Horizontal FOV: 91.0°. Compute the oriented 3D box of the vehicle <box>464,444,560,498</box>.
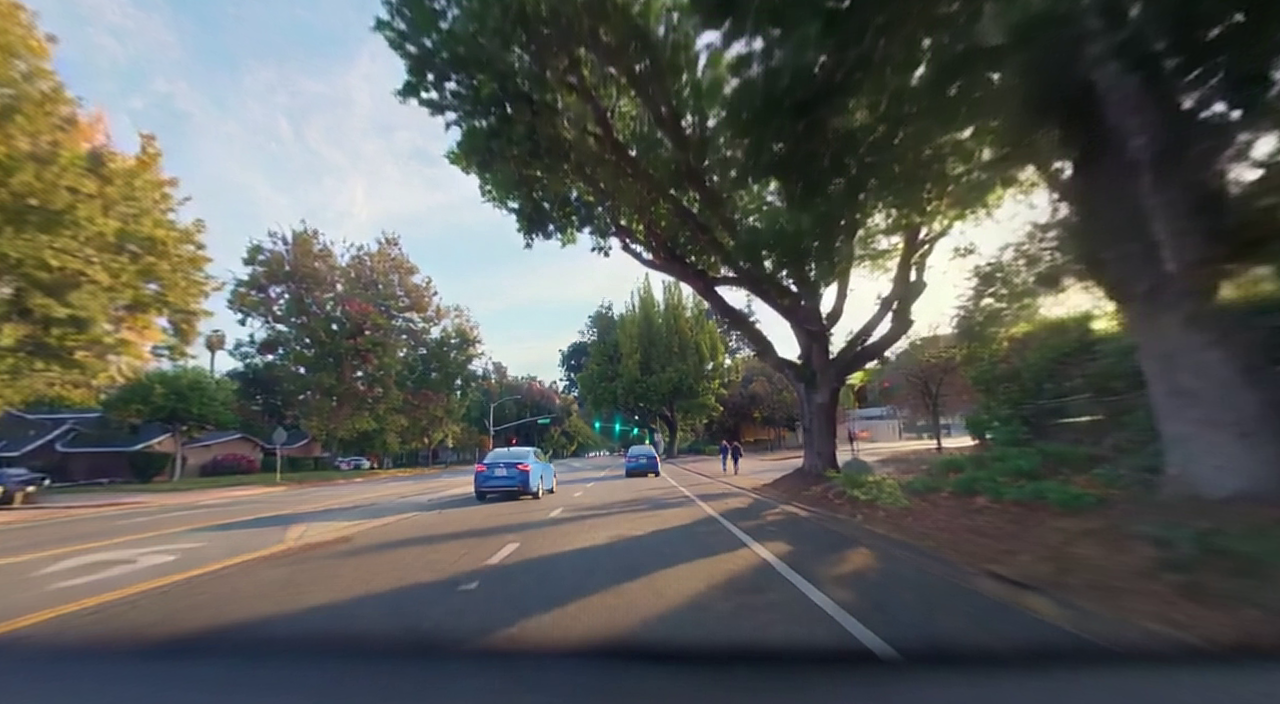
[{"bbox_3d":[-3.693,3.504,18.969,2.036,1.447,4.044,0,-8,0],"label":"vehicle"}]

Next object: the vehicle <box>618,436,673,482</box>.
[{"bbox_3d":[0.164,4.597,27.310,2.215,1.799,4.426,0,-8,-1],"label":"vehicle"}]
